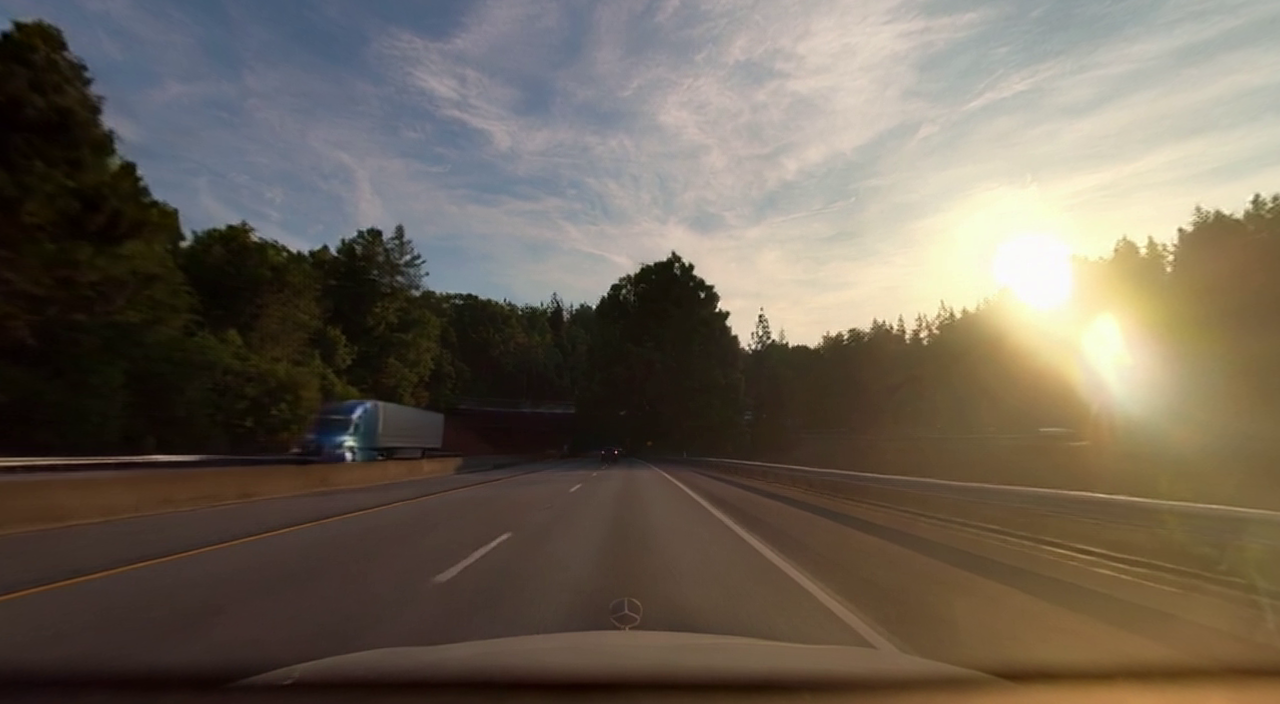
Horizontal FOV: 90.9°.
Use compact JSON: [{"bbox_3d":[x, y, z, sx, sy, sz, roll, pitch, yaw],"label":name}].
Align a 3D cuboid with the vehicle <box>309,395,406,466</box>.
[{"bbox_3d":[-17.005,4.910,38.525,2.992,3.936,6.525,0,-9,-2],"label":"vehicle"}]
